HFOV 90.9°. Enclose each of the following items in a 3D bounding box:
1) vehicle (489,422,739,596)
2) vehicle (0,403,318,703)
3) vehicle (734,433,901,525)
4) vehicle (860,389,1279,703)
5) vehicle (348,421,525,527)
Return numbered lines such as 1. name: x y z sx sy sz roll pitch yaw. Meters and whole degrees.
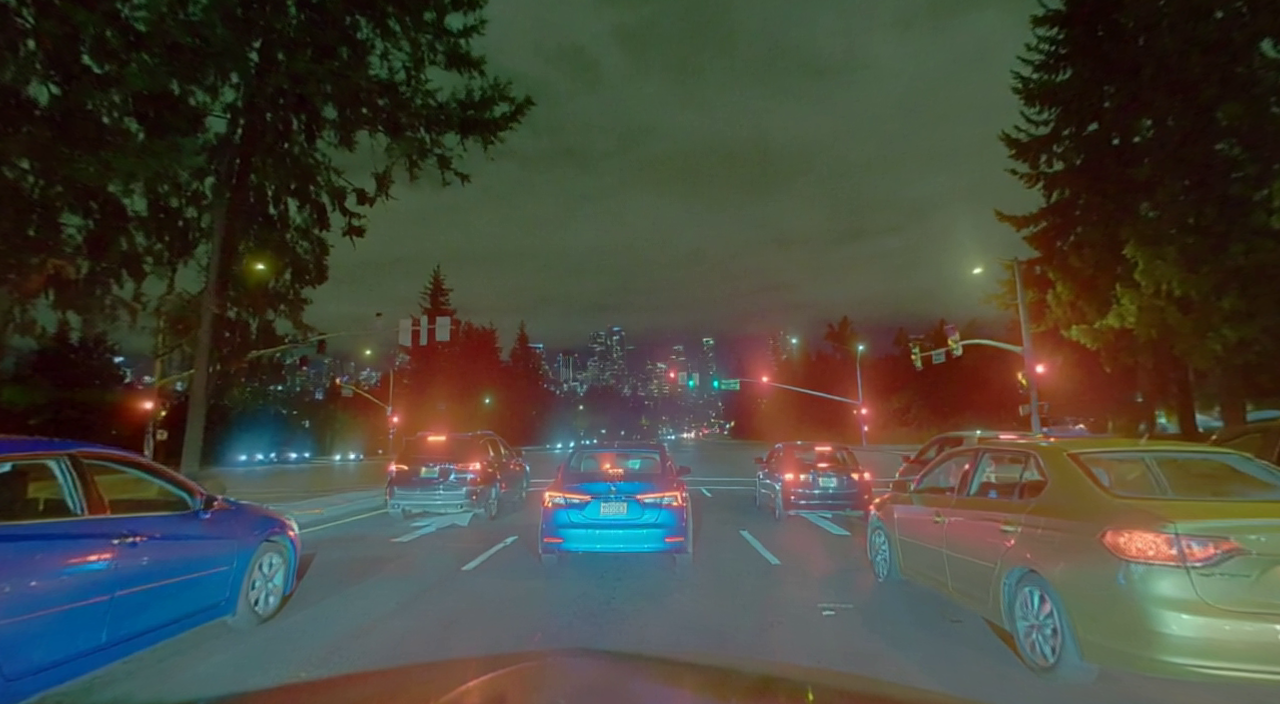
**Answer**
1. vehicle: -0.254 1.639 7.404 2.147 1.479 3.803 0 -8 -1
2. vehicle: -3.650 1.020 3.002 1.935 1.482 4.433 0 -8 -1
3. vehicle: 3.180 2.335 12.330 1.975 1.460 4.357 0 -8 0
4. vehicle: 3.135 1.150 4.058 1.903 1.480 4.270 0 -8 0
5. vehicle: -3.726 2.311 12.482 1.961 1.714 4.268 0 -8 2
